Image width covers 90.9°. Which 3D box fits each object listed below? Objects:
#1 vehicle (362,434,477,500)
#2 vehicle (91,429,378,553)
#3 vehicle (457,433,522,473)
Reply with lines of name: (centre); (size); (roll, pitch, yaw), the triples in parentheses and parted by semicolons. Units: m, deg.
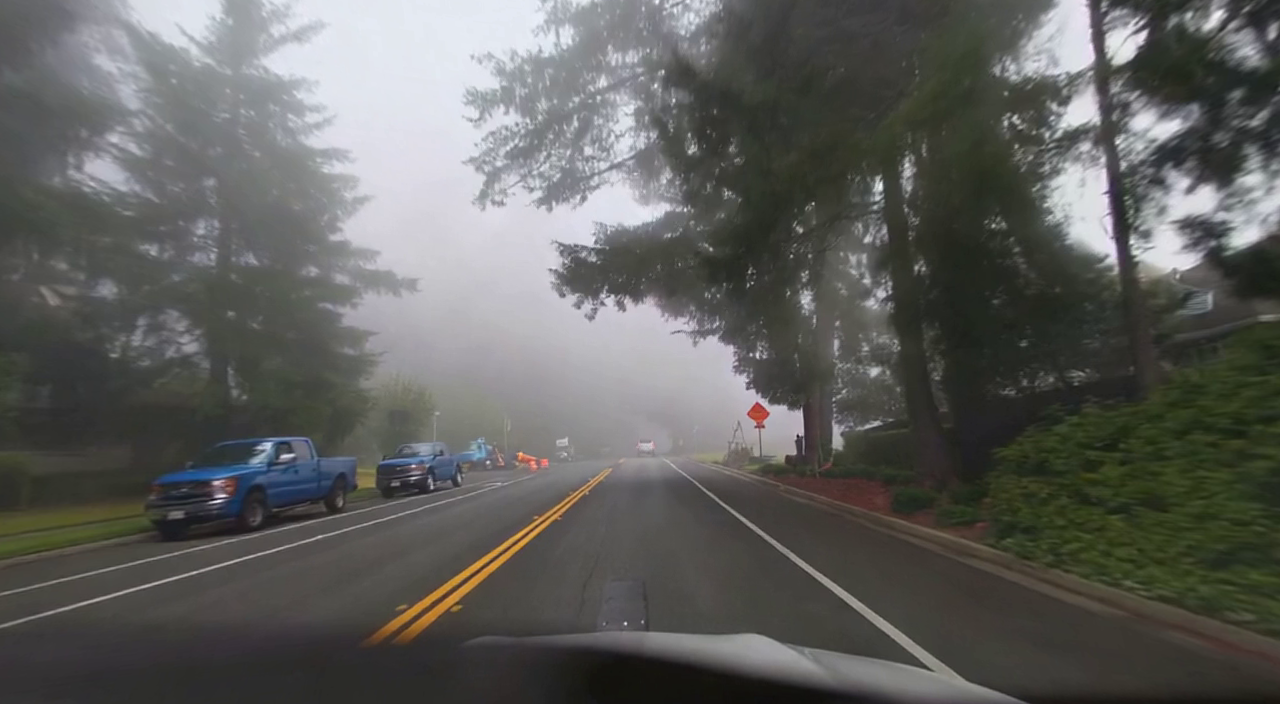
vehicle: (-8.207, 4.256, 24.203); (2.375, 2.016, 5.936); (-4, -7, -1)
vehicle: (-8.200, 2.739, 13.738); (2.375, 1.923, 5.790); (-4, -7, 1)
vehicle: (-10.422, 6.964, 43.701); (4.120, 2.628, 2.064); (3, -9, -19)
